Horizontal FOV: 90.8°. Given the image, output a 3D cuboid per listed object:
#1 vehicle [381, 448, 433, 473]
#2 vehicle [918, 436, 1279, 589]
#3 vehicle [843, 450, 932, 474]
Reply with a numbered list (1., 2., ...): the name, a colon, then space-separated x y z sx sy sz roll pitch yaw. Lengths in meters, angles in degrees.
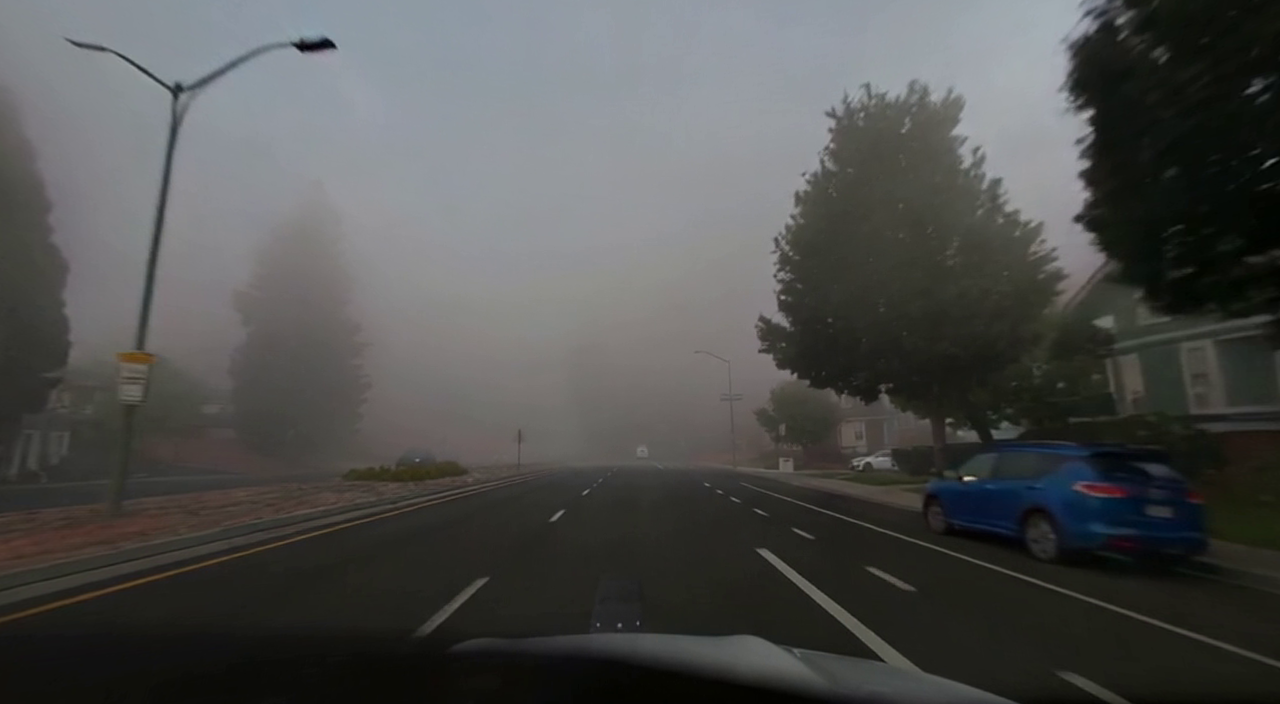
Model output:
1. vehicle: -16.400 7.616 44.753 1.912 1.651 4.574 0 -9 0
2. vehicle: 5.909 1.956 8.689 2.041 1.519 4.481 0 -8 -1
3. vehicle: 15.907 7.110 40.768 4.913 1.470 2.045 0 -8 1
